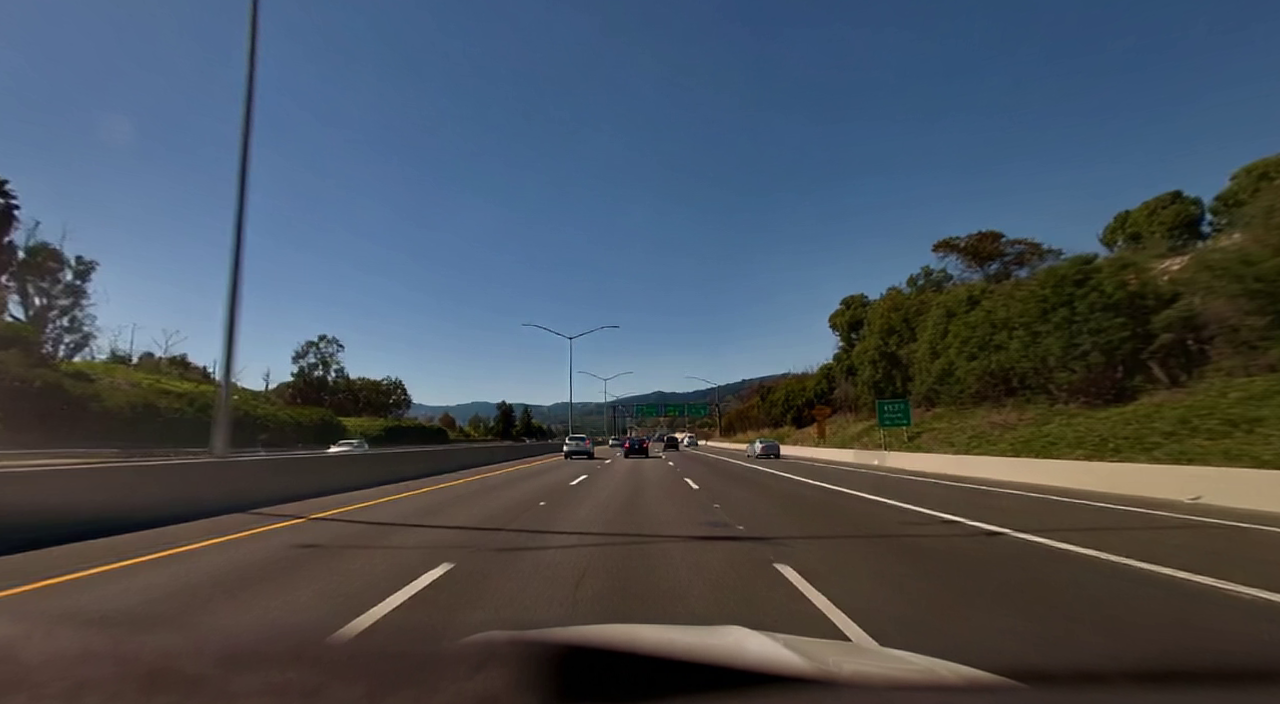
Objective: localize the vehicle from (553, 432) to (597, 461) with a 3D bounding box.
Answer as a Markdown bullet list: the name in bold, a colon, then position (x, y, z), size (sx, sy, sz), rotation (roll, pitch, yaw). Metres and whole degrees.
- **vehicle**: position (-3.902, 5.836, 38.860), size (2.123, 1.661, 4.601), rotation (0, -8, 1)

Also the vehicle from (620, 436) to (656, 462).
- **vehicle**: position (-0.134, 5.731, 37.298), size (1.985, 1.457, 4.227), rotation (0, -8, 0)

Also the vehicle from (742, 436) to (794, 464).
- **vehicle**: position (7.281, 5.639, 36.437), size (1.935, 1.478, 4.433), rotation (0, -9, -1)

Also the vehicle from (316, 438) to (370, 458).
- **vehicle**: position (-22.937, 7.458, 48.989), size (1.970, 1.465, 4.722), rotation (0, -9, 0)
